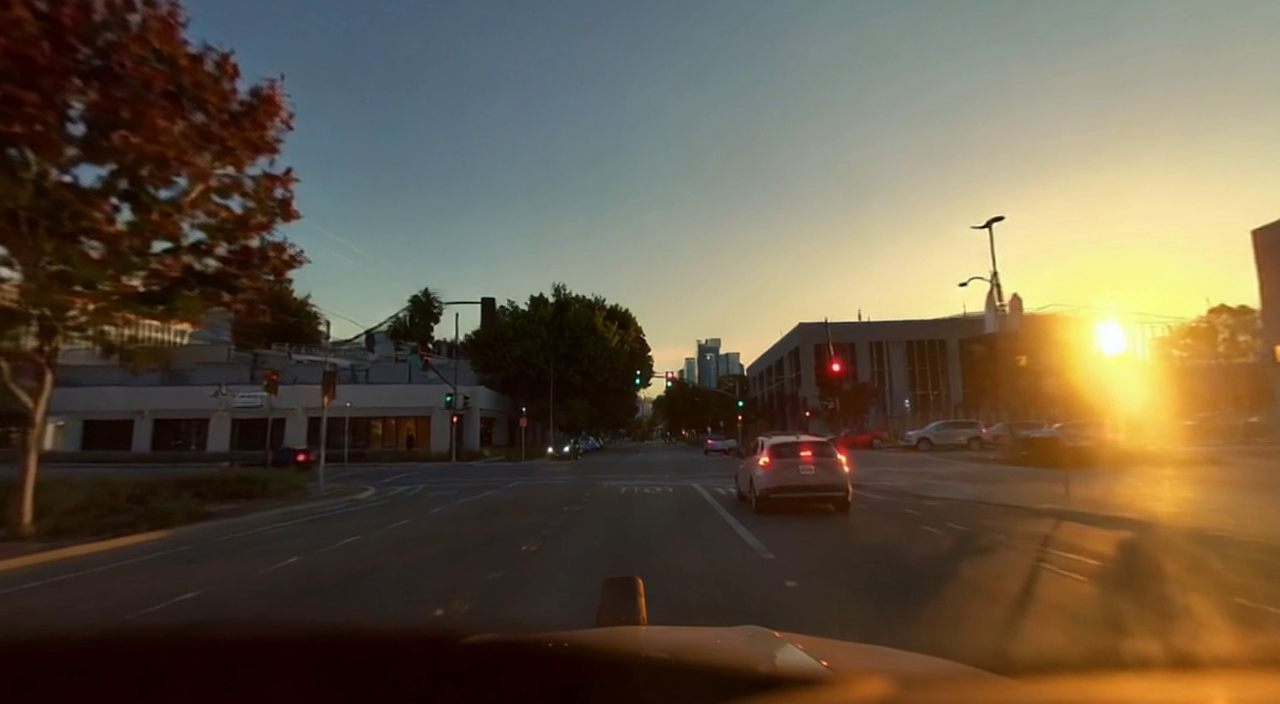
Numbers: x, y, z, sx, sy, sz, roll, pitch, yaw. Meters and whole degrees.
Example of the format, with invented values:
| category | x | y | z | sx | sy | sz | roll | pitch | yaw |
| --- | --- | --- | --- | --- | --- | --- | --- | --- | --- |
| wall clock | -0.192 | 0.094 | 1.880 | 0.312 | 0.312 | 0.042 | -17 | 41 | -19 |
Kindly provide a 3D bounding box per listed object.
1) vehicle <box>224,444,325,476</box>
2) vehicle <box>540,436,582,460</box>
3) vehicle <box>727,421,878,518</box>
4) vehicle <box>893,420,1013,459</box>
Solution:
| category | x | y | z | sx | sy | sz | roll | pitch | yaw |
| --- | --- | --- | --- | --- | --- | --- | --- | --- | --- |
| vehicle | -18.822 | 5.548 | 32.537 | 4.037 | 1.562 | 2.099 | -2 | -8 | 12 |
| vehicle | -5.817 | 7.152 | 46.970 | 1.972 | 1.693 | 4.516 | -1 | -8 | 7 |
| vehicle | 2.964 | 2.223 | 12.427 | 1.947 | 1.576 | 3.825 | 0 | -8 | 0 |
| vehicle | 14.755 | 4.158 | 29.941 | 4.611 | 1.778 | 1.939 | 0 | -8 | 0 |
